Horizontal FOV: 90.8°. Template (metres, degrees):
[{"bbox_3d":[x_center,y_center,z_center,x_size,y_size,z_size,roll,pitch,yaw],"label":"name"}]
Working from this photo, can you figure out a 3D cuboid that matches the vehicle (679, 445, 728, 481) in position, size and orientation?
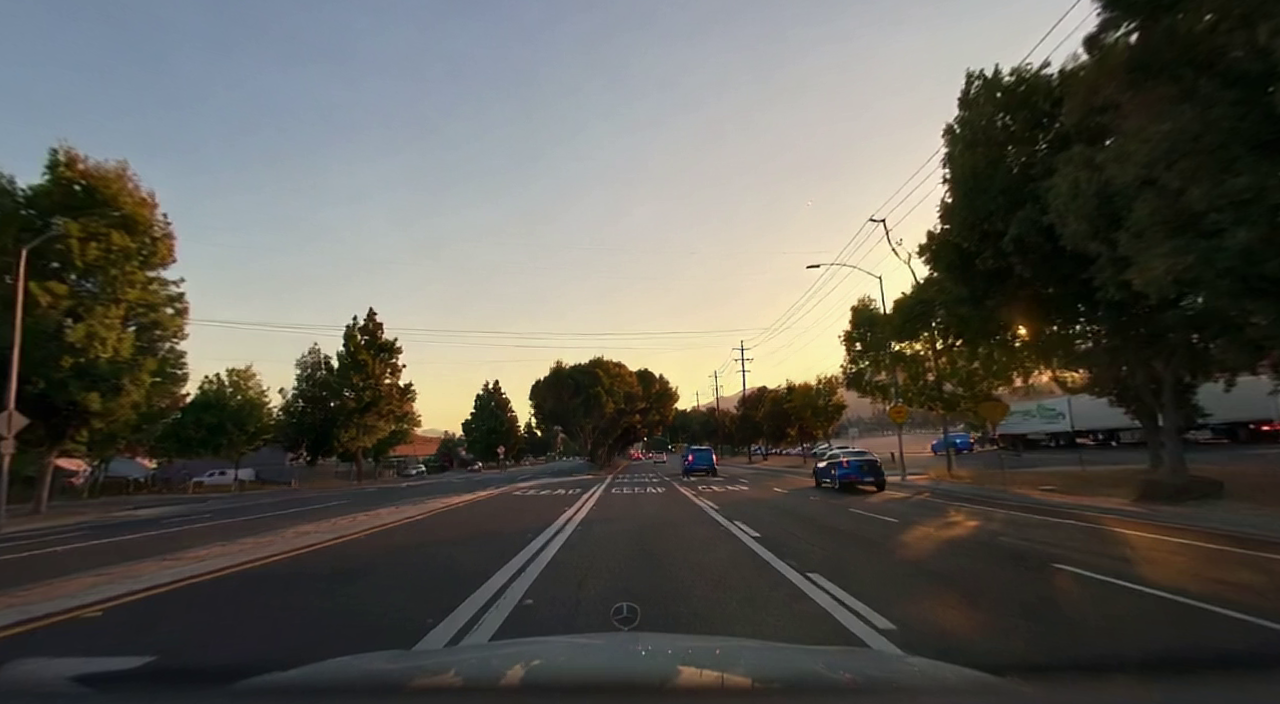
[{"bbox_3d":[3.421,6.061,34.879,2.086,1.803,4.607,0,-9,-1],"label":"vehicle"}]
